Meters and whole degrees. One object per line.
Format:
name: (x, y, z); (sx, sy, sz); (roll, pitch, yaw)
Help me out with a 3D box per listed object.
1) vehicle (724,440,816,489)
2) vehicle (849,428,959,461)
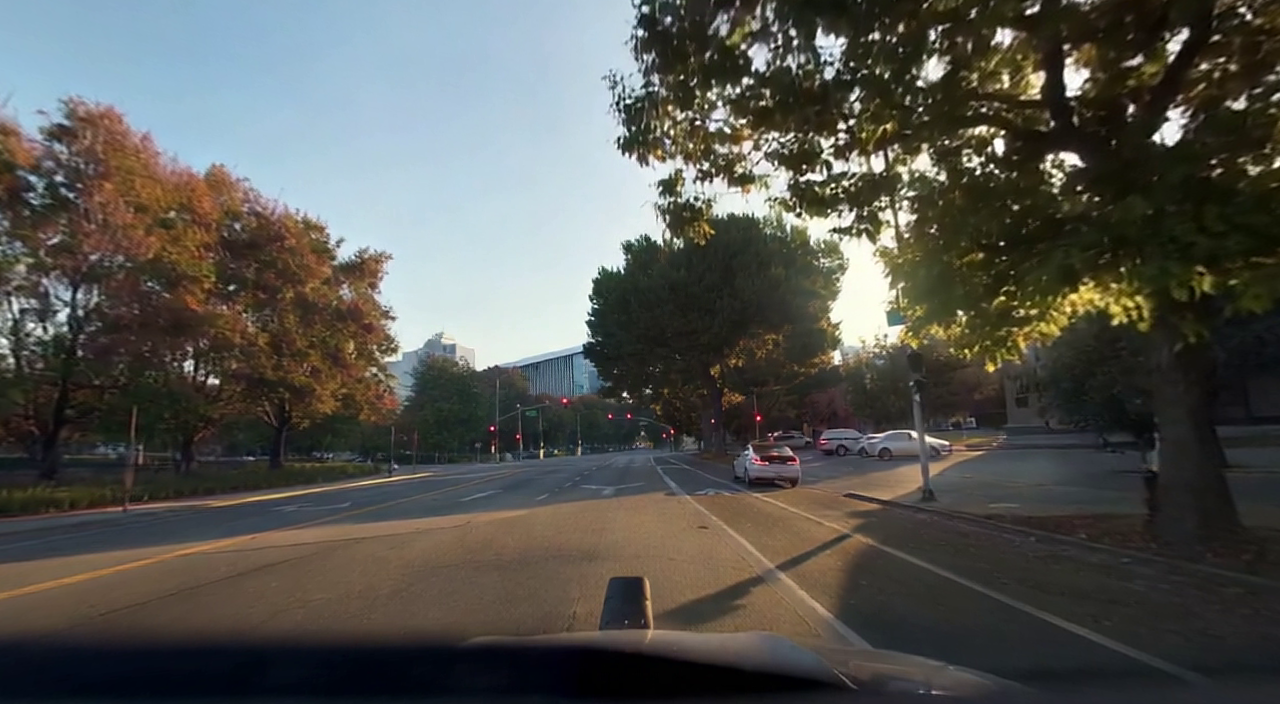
vehicle: (4.180, 3.721, 21.155); (2.006, 1.448, 4.671); (0, -9, -1)
vehicle: (12.130, 4.282, 29.127); (4.227, 1.451, 1.874); (0, -8, 1)
